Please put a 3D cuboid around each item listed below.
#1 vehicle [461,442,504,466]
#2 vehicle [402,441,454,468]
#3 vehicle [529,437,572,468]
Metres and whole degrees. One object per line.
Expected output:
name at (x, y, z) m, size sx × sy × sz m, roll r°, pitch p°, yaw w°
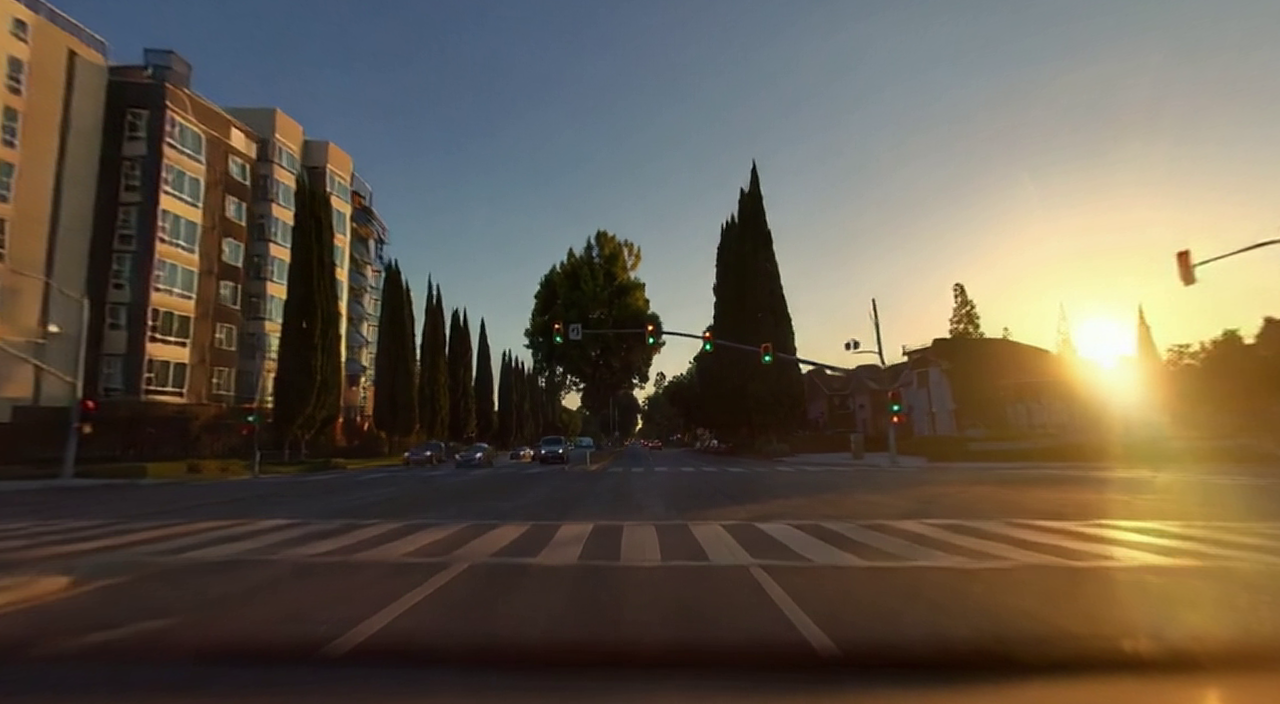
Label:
vehicle at (-11.958, 7.761, 48.277) m, size 2.041 × 1.654 × 4.605 m, roll 0°, pitch -8°, yaw 0°
vehicle at (-15.793, 7.659, 47.369) m, size 2.164 × 1.920 × 4.896 m, roll 0°, pitch -8°, yaw 0°
vehicle at (-5.561, 6.318, 39.769) m, size 2.098 × 1.789 × 4.338 m, roll 0°, pitch -8°, yaw -1°
